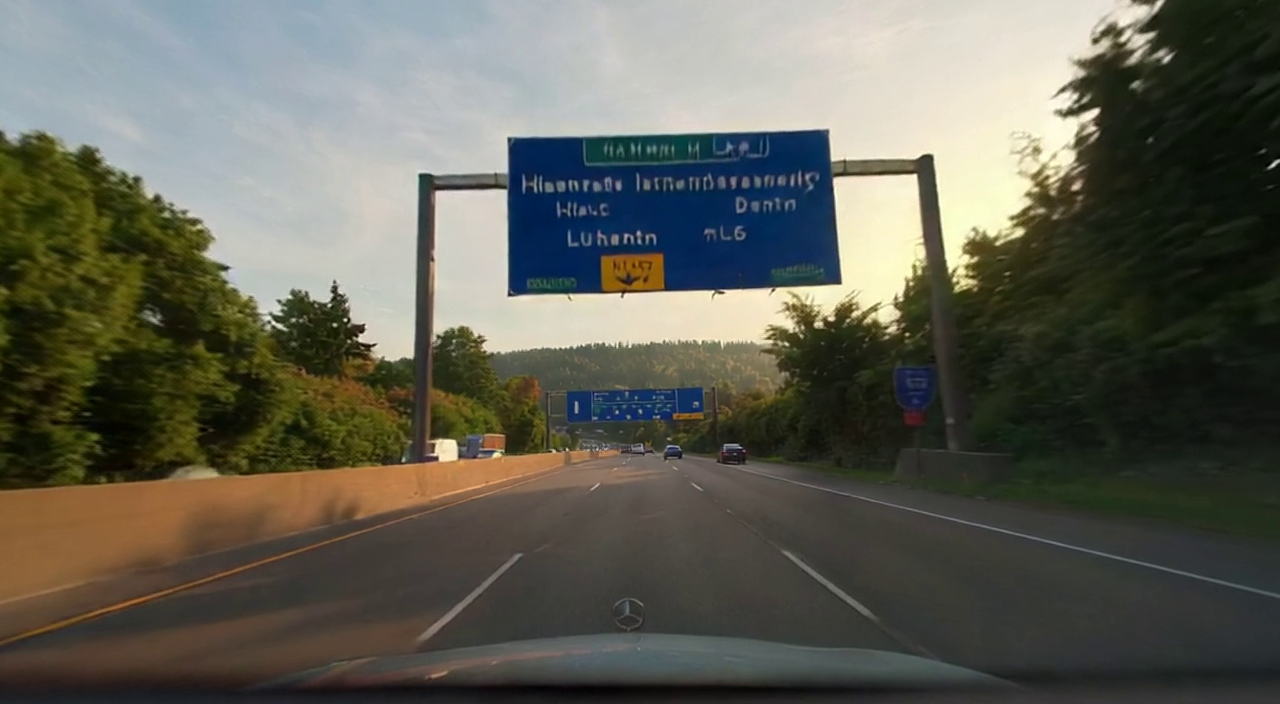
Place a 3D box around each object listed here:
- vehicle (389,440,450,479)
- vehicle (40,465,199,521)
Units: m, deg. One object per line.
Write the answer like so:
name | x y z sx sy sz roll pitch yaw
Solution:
vehicle | -15.461 7.533 44.509 2.281 2.519 5.502 0 -9 0
vehicle | -19.071 5.146 23.433 1.989 1.749 4.483 0 -9 1
